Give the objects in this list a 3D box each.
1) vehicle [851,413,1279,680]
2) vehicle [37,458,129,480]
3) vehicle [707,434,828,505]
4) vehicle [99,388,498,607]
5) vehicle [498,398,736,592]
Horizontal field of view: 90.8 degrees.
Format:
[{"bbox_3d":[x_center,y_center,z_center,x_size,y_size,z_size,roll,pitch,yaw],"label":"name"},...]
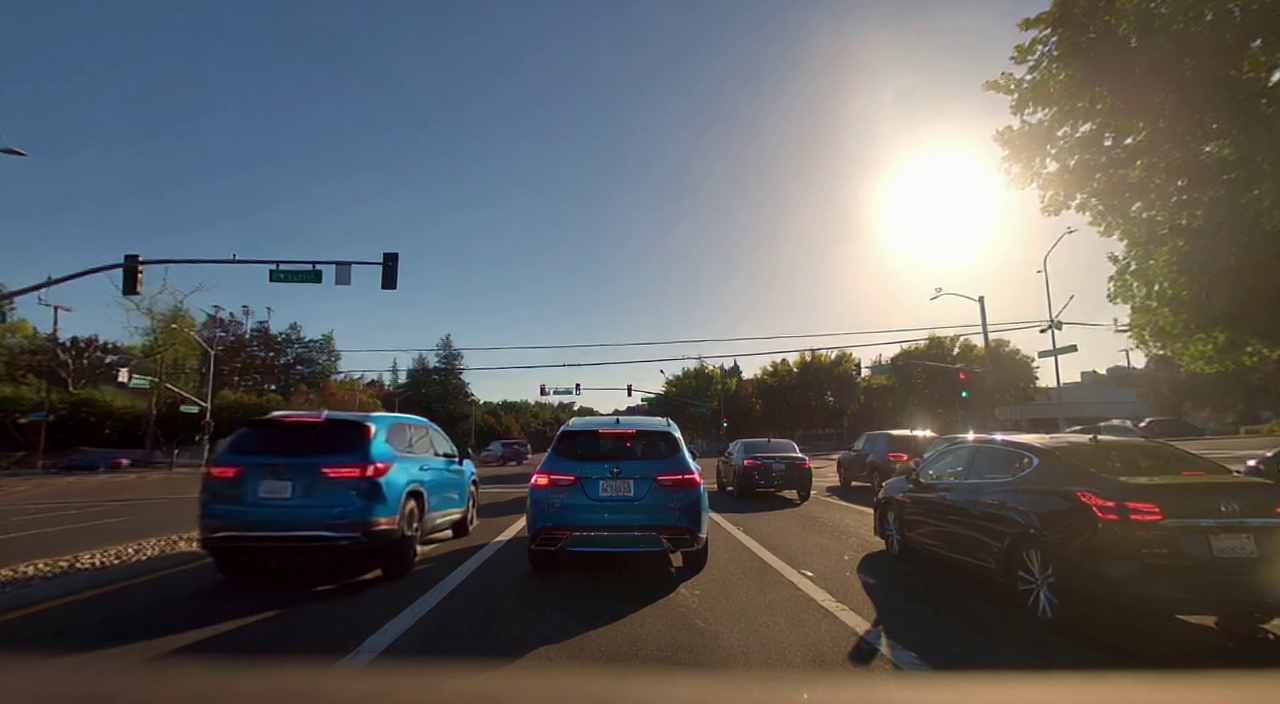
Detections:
[{"bbox_3d":[3.628,1.396,5.708,1.861,1.478,4.185,0,-8,-2],"label":"vehicle"},{"bbox_3d":[-37.998,7.981,43.150,4.468,1.430,1.770,0,-8,-2],"label":"vehicle"},{"bbox_3d":[2.990,2.856,15.775,1.950,1.506,4.086,0,-8,-3],"label":"vehicle"},{"bbox_3d":[-3.380,1.563,7.773,2.186,1.794,4.972,0,-8,-1],"label":"vehicle"},{"bbox_3d":[-0.268,1.550,7.627,2.101,1.707,3.904,0,-8,-2],"label":"vehicle"}]
